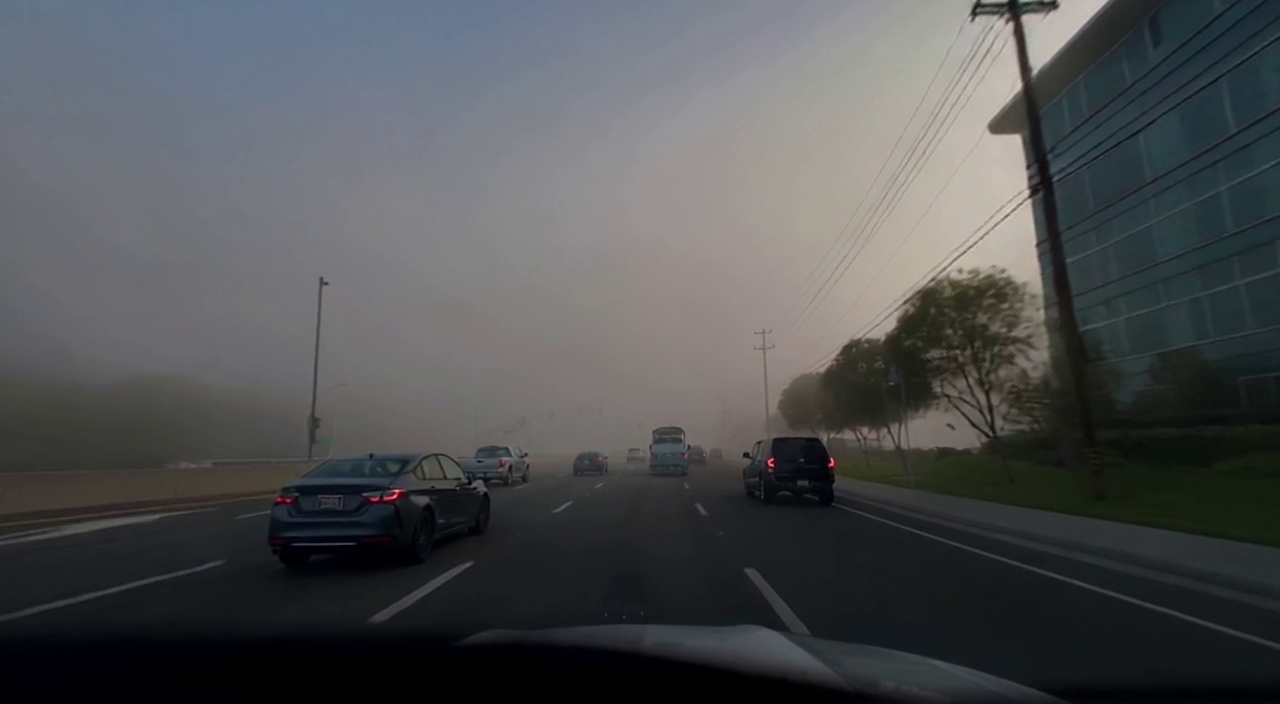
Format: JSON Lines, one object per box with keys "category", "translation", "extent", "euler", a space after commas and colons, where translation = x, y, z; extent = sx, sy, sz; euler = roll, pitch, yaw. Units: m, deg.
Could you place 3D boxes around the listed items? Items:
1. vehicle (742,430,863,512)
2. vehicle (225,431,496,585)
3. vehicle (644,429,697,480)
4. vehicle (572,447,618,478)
{"category": "vehicle", "translation": [4.237, 3.188, 17.263], "extent": [2.283, 1.923, 4.427], "euler": [0, -9, 2]}
{"category": "vehicle", "translation": [-3.465, 1.974, 8.725], "extent": [1.934, 1.643, 3.718], "euler": [0, -9, 2]}
{"category": "vehicle", "translation": [1.713, 5.353, 32.997], "extent": [2.457, 2.440, 5.486], "euler": [-1, -9, 6]}
{"category": "vehicle", "translation": [-2.463, 6.135, 35.166], "extent": [1.984, 1.567, 4.311], "euler": [0, -9, 4]}
